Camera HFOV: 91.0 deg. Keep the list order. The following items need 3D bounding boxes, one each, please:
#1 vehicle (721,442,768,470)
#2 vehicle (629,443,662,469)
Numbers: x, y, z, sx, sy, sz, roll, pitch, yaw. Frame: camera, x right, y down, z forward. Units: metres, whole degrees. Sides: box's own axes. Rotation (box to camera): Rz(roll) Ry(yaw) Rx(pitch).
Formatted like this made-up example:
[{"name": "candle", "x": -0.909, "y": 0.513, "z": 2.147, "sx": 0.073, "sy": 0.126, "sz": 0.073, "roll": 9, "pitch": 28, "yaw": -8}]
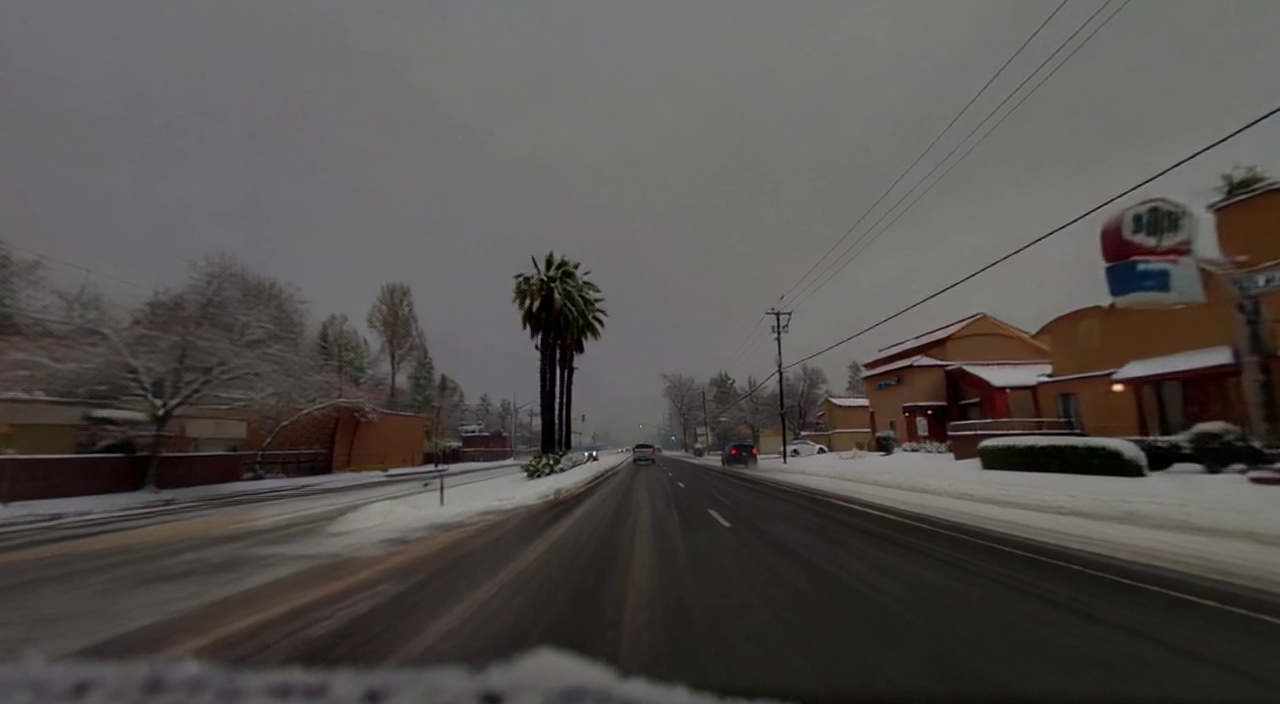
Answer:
[{"name": "vehicle", "x": 6.753, "y": 6.815, "z": 41.325, "sx": 2.252, "sy": 1.718, "sz": 4.617, "roll": 0, "pitch": -9, "yaw": 0}, {"name": "vehicle", "x": 0.333, "y": 7.039, "z": 42.721, "sx": 2.138, "sy": 1.702, "sz": 4.168, "roll": 0, "pitch": -9, "yaw": 0}]
